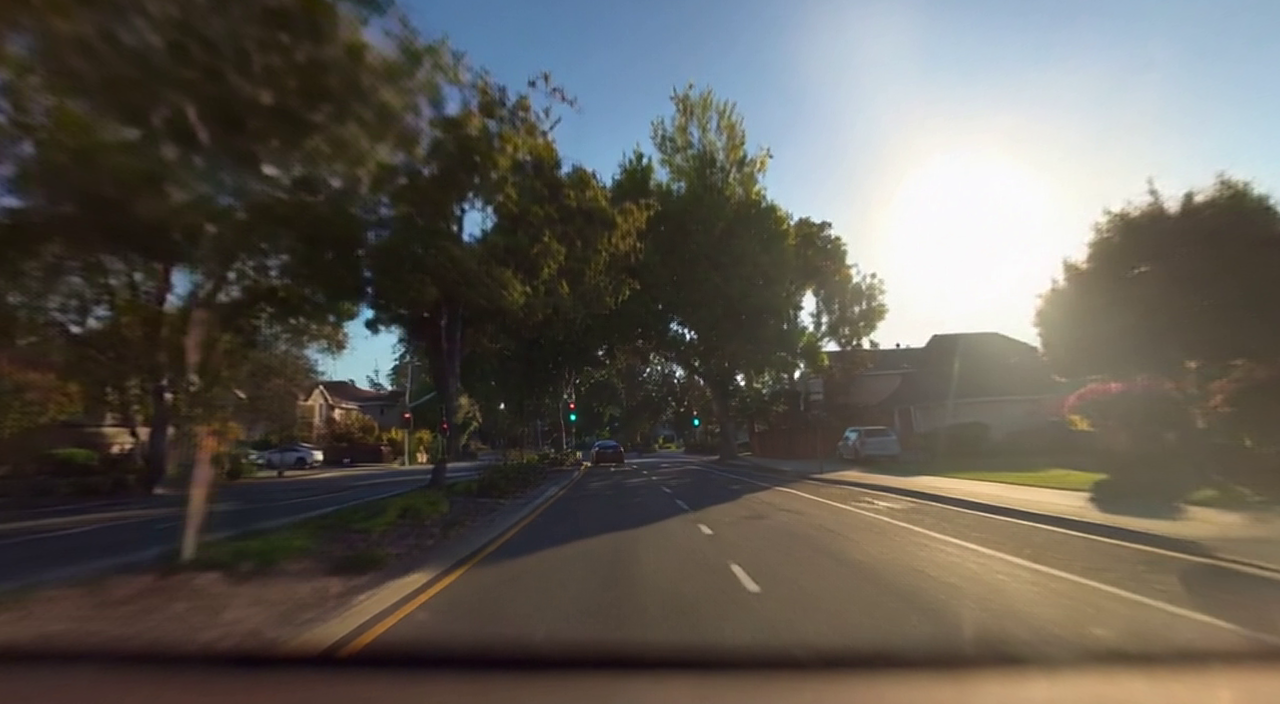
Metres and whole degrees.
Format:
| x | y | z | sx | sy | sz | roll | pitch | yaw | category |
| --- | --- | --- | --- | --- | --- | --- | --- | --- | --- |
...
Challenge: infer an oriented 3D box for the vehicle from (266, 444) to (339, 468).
| x | y | z | sx | sy | sz | roll | pitch | yaw | category |
| --- | --- | --- | --- | --- | --- | --- | --- | --- | --- |
| -25.049 | 7.727 | 46.943 | 4.348 | 1.653 | 1.948 | 1 | -9 | -12 | vehicle |

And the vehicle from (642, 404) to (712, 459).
| x | y | z | sx | sy | sz | roll | pitch | yaw | category |
| --- | --- | --- | --- | --- | --- | --- | --- | --- | --- |
| 2.221 | 5.731 | 44.259 | 3.037 | 3.261 | 12.926 | 0 | -8 | -5 | vehicle |

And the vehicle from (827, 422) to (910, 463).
| x | y | z | sx | sy | sz | roll | pitch | yaw | category |
| --- | --- | --- | --- | --- | --- | --- | --- | --- | --- |
| 10.846 | 4.372 | 30.428 | 2.145 | 1.795 | 4.992 | 0 | -8 | 0 | vehicle |

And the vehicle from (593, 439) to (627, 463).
| x | y | z | sx | sy | sz | roll | pitch | yaw | category |
| --- | --- | --- | --- | --- | --- | --- | --- | --- | --- |
| -1.974 | 6.393 | 40.946 | 2.113 | 1.462 | 4.203 | 0 | -8 | -4 | vehicle |
